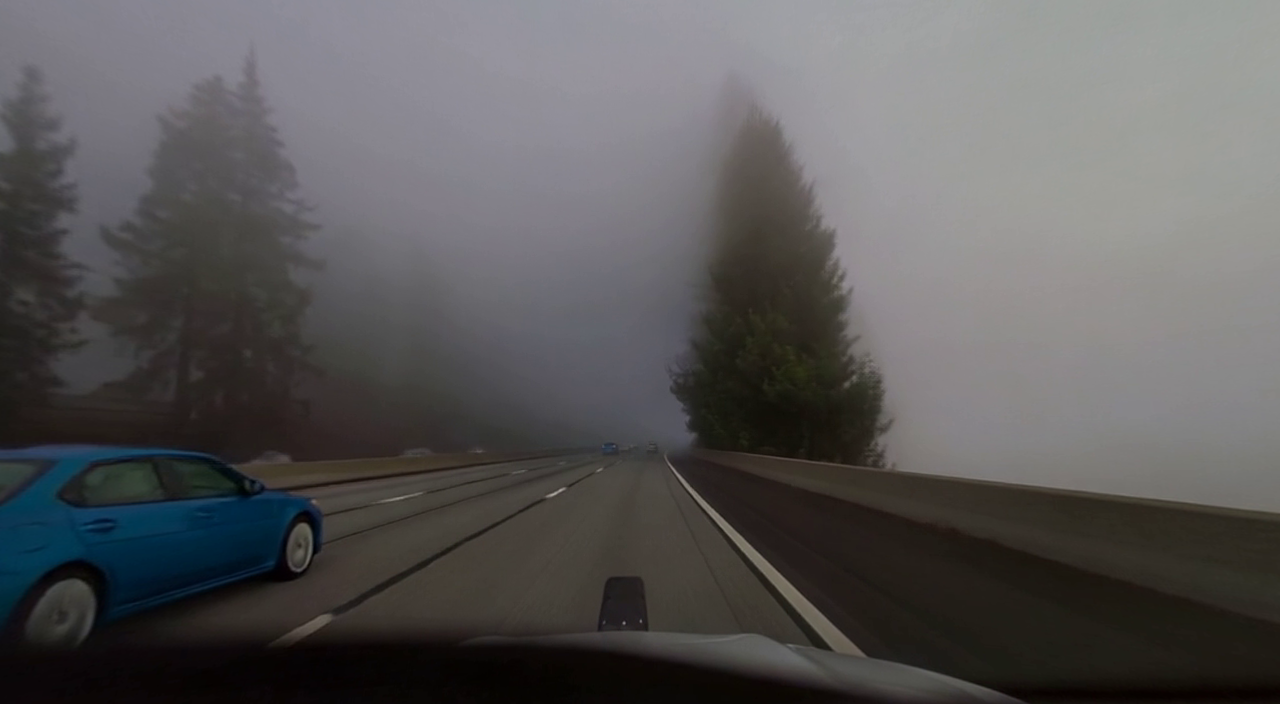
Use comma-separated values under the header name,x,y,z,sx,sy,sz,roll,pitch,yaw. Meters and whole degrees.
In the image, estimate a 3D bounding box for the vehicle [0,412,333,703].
name,x,y,z,sx,sy,sz,roll,pitch,yaw
vehicle,-4.154,1.174,4.075,1.996,1.454,4.495,0,-8,1
